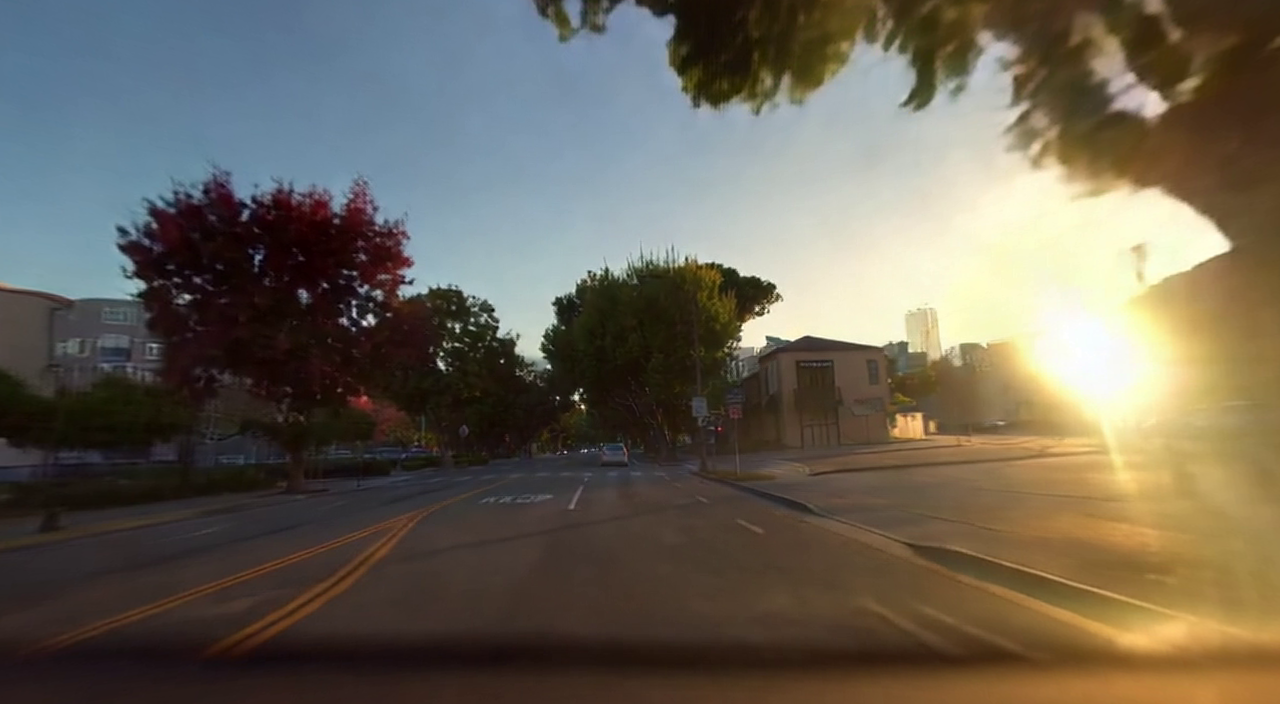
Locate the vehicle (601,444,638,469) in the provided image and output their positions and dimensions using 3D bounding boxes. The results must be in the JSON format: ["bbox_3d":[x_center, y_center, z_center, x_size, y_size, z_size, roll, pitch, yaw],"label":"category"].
[{"bbox_3d":[-1.312,6.375,38.723,2.131,1.474,4.146,0,-8,-3],"label":"vehicle"}]
